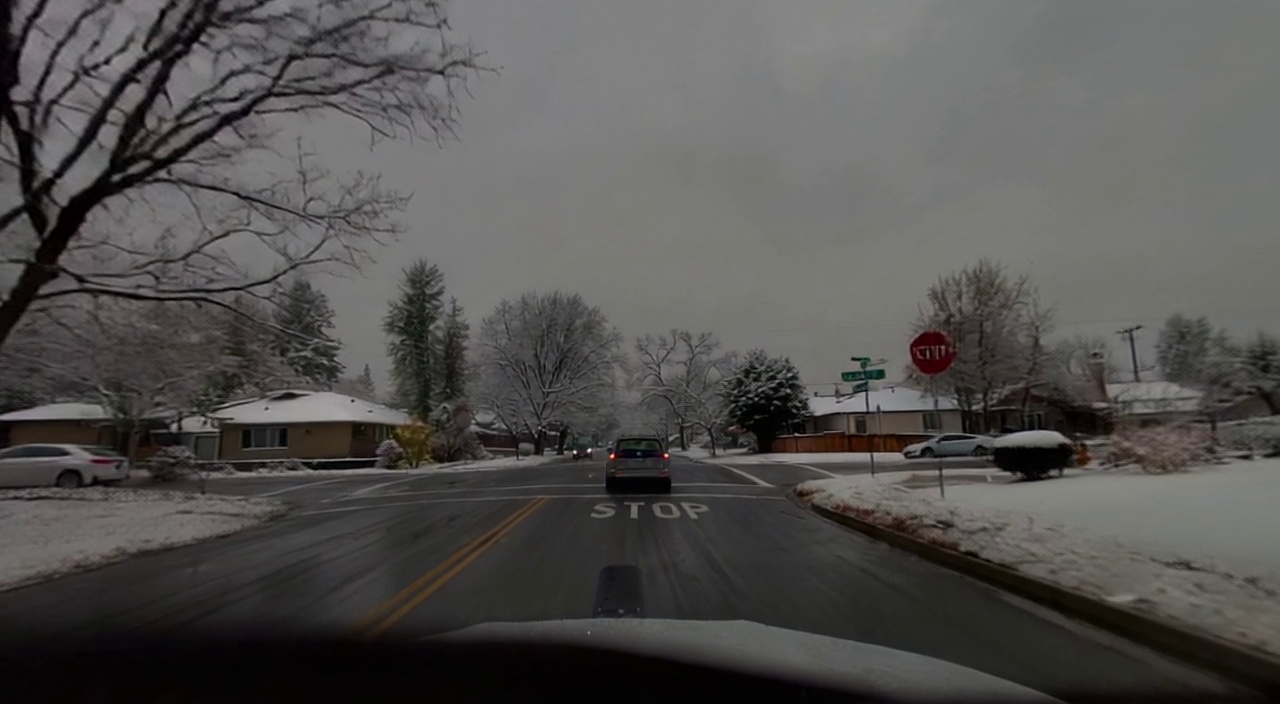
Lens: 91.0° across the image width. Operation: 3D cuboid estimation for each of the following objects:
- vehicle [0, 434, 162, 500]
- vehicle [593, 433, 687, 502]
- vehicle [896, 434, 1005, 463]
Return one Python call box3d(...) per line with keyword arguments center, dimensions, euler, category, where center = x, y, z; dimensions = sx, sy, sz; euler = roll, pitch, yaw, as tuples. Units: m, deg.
box3d(center=(-20.910, 4.149, 22.376), dimensions=(5.796, 1.946, 2.391), euler=(-3, -10, -4), category="vehicle")
box3d(center=(-0.077, 2.831, 15.874), dimensions=(2.043, 1.484, 4.340), euler=(0, -9, -2), category="vehicle")
box3d(center=(16.555, 5.176, 33.677), dimensions=(4.748, 1.488, 2.029), euler=(1, -9, -4), category="vehicle")
